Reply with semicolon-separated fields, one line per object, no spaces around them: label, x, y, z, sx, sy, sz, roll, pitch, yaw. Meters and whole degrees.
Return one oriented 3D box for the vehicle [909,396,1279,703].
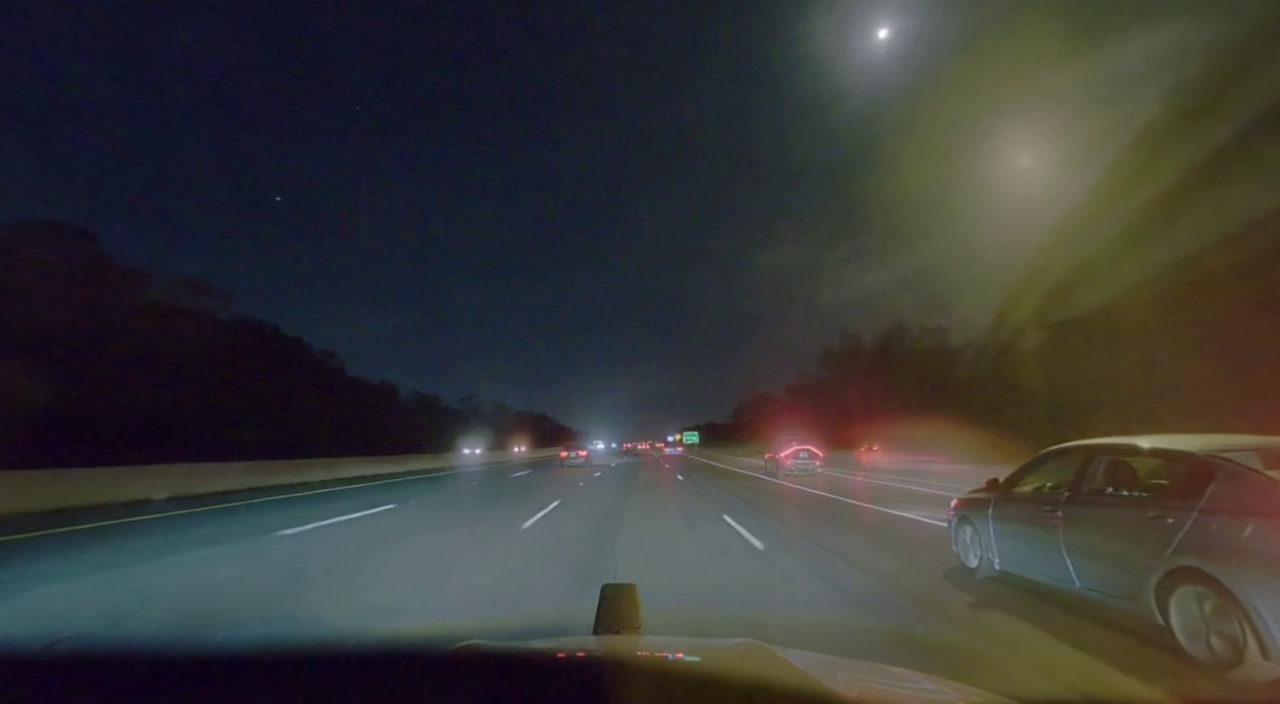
vehicle;3.677;1.134;3.735;2.047;1.532;4.884;0;-9;1

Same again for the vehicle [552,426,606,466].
vehicle;-3.583;5.761;38.481;2.496;2.203;6.317;0;-9;1
